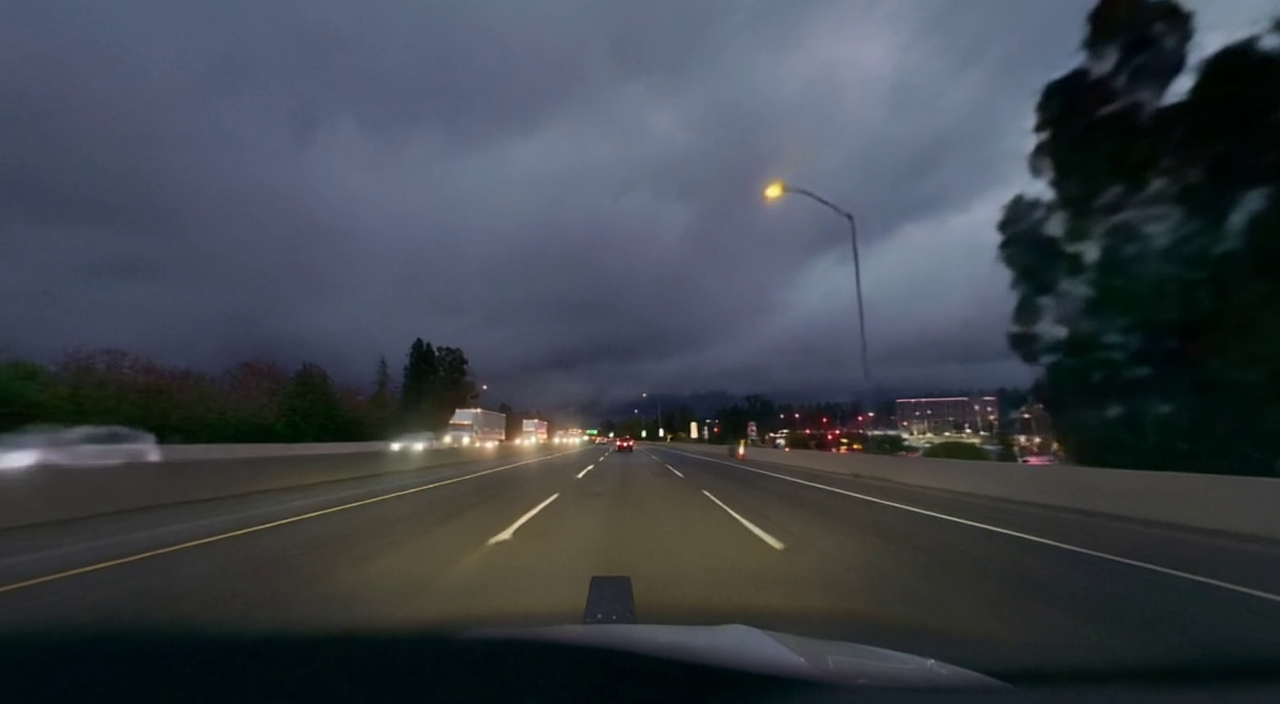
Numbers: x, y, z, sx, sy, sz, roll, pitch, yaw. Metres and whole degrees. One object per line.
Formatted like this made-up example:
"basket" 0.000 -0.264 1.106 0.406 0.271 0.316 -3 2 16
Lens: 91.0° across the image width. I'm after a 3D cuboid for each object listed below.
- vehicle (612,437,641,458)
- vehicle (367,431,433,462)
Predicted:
"vehicle" -1.038 7.234 47.893 2.099 1.504 3.843 0 -8 -2
"vehicle" -12.705 5.032 33.627 1.900 1.490 4.375 0 -8 -1
